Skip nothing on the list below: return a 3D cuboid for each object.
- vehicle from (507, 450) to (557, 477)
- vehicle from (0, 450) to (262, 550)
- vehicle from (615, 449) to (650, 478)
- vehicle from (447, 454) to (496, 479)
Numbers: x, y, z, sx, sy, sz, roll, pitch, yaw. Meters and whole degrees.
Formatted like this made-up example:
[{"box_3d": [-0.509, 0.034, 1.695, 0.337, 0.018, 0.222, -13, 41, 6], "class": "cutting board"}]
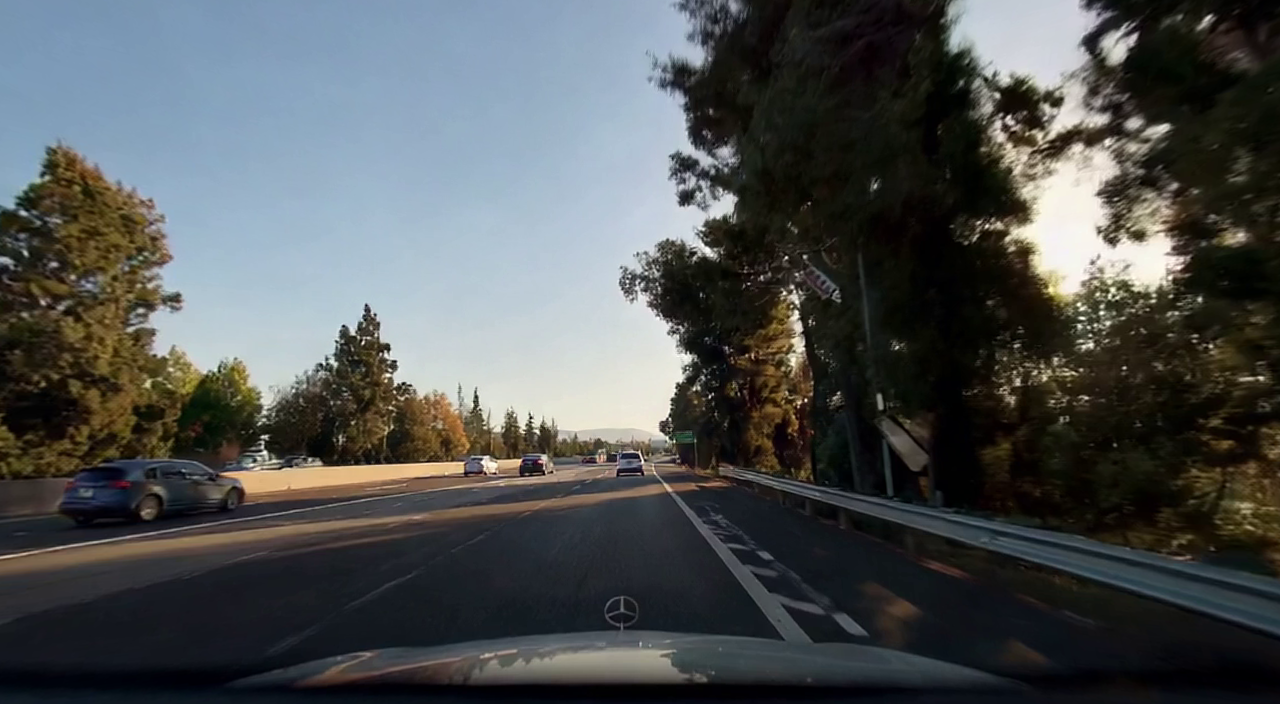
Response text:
[{"box_3d": [-8.076, 8.405, 48.007, 2.397, 1.911, 5.596, -1, -9, 5], "class": "vehicle"}, {"box_3d": [-10.355, 2.798, 12.752, 2.102, 1.562, 4.884, -1, -9, 5], "class": "vehicle"}, {"box_3d": [-0.426, 7.265, 41.292, 2.179, 1.742, 4.396, -1, -9, 1], "class": "vehicle"}, {"box_3d": [-12.426, 8.424, 46.777, 1.997, 1.654, 4.554, -1, -9, 5], "class": "vehicle"}]
